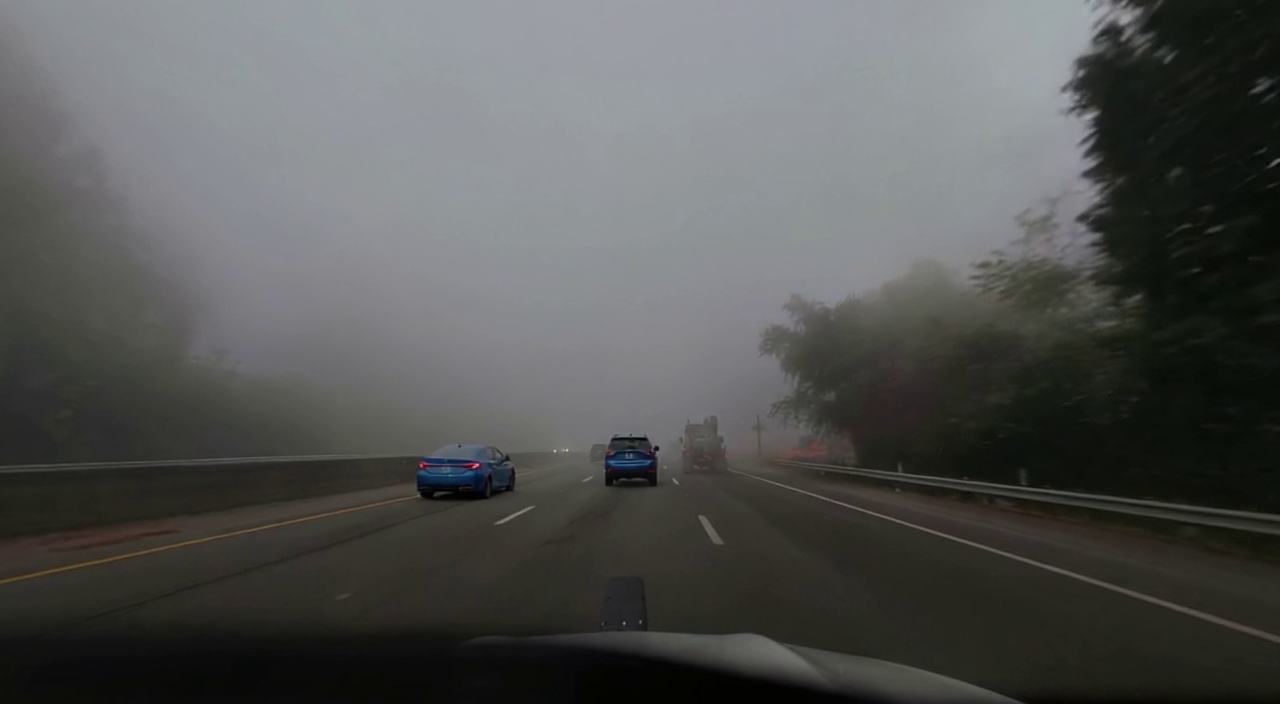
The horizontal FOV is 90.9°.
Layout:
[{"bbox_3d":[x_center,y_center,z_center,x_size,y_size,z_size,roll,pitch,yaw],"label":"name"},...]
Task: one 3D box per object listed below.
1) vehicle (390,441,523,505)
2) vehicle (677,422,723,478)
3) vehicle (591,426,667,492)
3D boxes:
[{"bbox_3d":[-4.635,3.114,16.731,2.096,1.469,4.319,-1,-8,2],"label":"vehicle"},{"bbox_3d":[4.404,7.433,48.058,2.793,3.828,9.580,0,-8,2],"label":"vehicle"},{"bbox_3d":[-0.255,3.593,21.522,2.308,1.993,4.631,0,-8,2],"label":"vehicle"}]
